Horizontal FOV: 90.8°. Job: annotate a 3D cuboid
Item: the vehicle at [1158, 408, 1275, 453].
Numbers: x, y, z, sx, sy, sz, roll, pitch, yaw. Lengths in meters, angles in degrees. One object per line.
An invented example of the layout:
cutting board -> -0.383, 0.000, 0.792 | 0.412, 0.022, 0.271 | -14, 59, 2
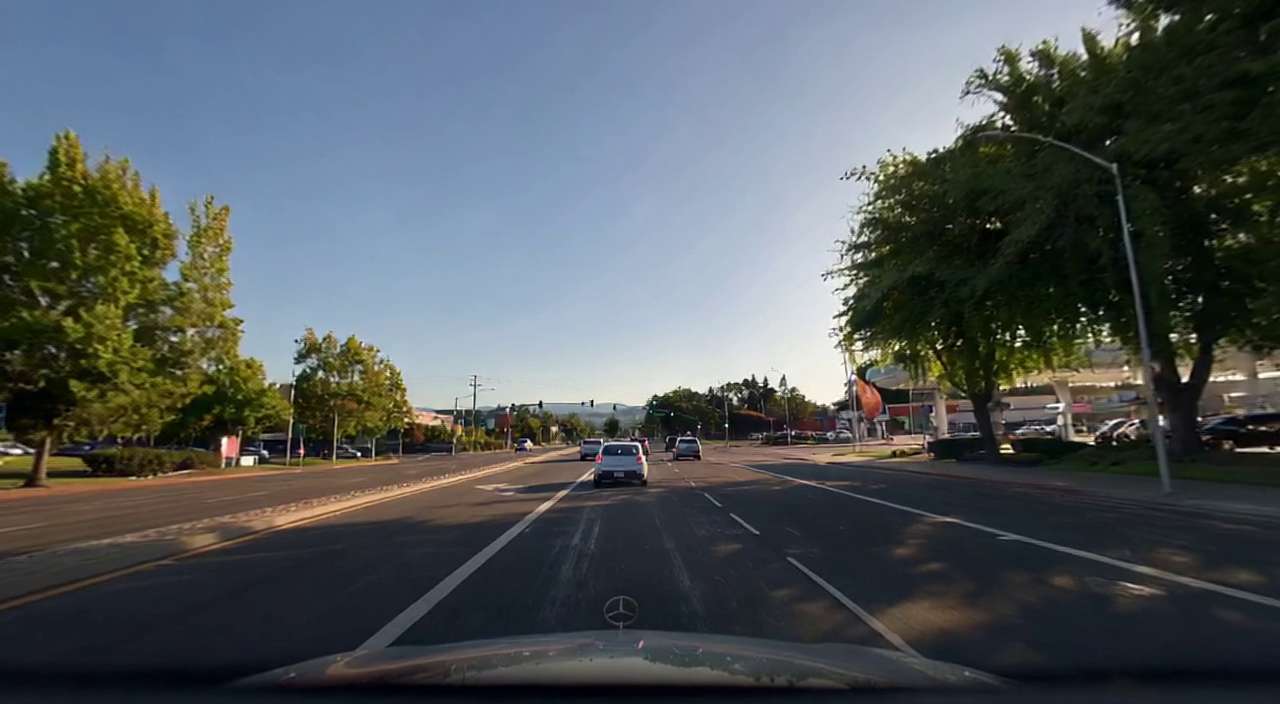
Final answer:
vehicle -> 34.383, 4.777, 37.930 | 2.198, 2.514, 5.038 | 0, -8, 2

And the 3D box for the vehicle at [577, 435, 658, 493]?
vehicle -> -0.579, 3.126, 17.900 | 2.040, 1.451, 3.736 | 0, -8, 0

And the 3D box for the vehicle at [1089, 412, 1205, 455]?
vehicle -> 30.347, 4.967, 38.101 | 2.305, 2.369, 5.485 | 0, -8, -1
